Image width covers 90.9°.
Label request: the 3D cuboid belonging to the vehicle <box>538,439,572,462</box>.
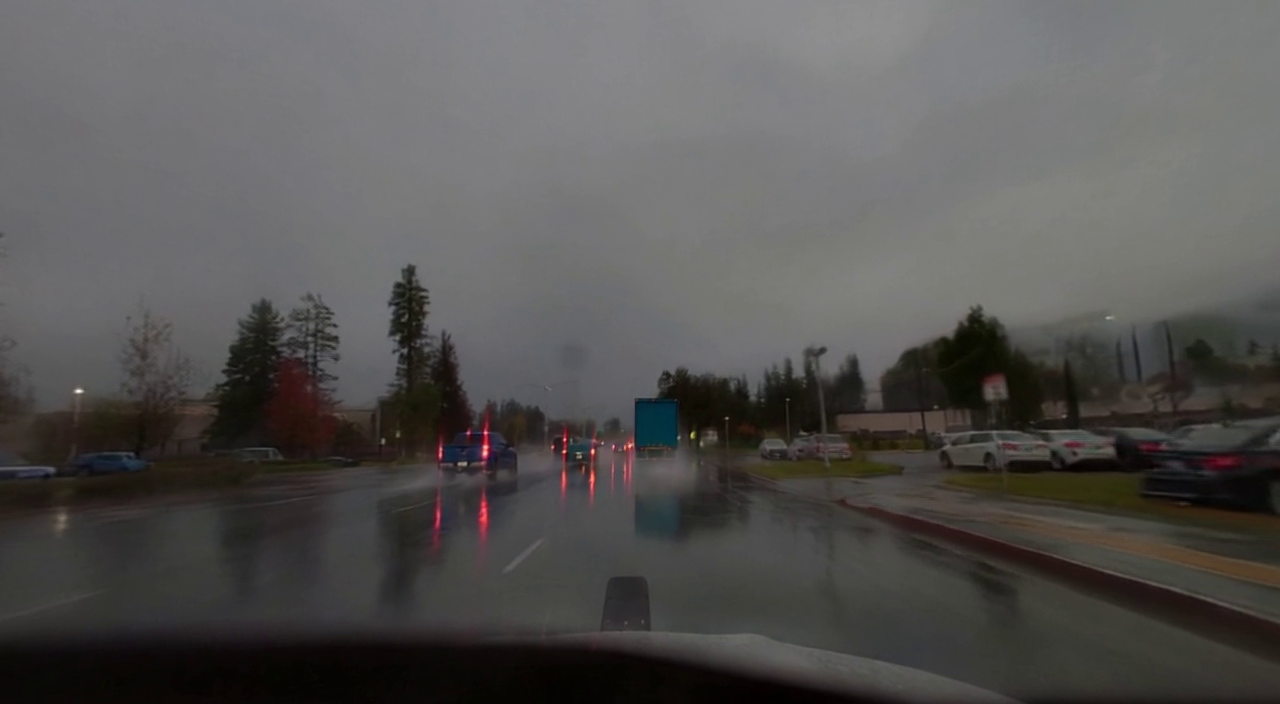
[{"bbox_3d":[-6.346,7.426,47.481,1.908,1.616,4.089,0,-8,2],"label":"vehicle"}]

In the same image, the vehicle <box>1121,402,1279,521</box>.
[{"bbox_3d":[10.393,1.640,9.702,4.335,1.618,1.973,0,-9,-1],"label":"vehicle"}]

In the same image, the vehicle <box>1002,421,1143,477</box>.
[{"bbox_3d":[15.178,3.433,22.473,1.995,1.785,4.343,0,-8,1],"label":"vehicle"}]

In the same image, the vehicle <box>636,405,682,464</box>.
[{"bbox_3d":[1.225,5.798,43.698,2.905,3.644,8.441,0,-8,1],"label":"vehicle"}]

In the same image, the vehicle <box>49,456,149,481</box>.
[{"bbox_3d":[-33.673,7.233,39.306,4.409,1.480,2.092,-1,-8,3],"label":"vehicle"}]

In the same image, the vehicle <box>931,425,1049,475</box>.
[{"bbox_3d":[12.563,3.566,23.018,1.880,1.642,4.523,-1,-8,3],"label":"vehicle"}]

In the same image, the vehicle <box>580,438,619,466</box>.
[{"bbox_3d":[-2.566,6.516,41.182,2.114,1.663,4.381,0,-8,2],"label":"vehicle"}]

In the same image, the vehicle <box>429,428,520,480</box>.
[{"bbox_3d":[-6.573,4.129,25.725,2.149,1.893,5.187,0,-8,2],"label":"vehicle"}]
